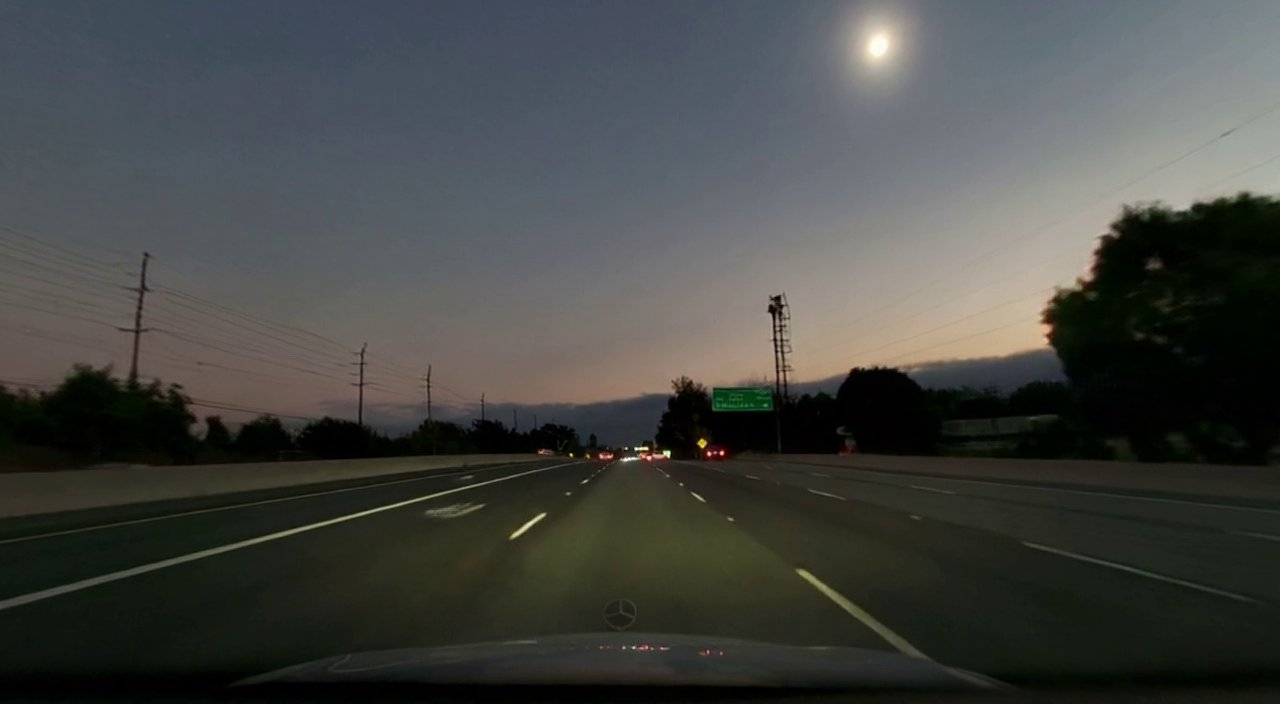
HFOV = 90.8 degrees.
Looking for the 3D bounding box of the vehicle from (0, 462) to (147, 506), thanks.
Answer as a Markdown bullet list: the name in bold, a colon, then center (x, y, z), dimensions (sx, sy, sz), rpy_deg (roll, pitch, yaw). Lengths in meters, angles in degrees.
- **vehicle**: center (-25.653, 5.886, 28.648), dimensions (2.119, 1.654, 5.632), rpy_deg (0, -9, 0)
